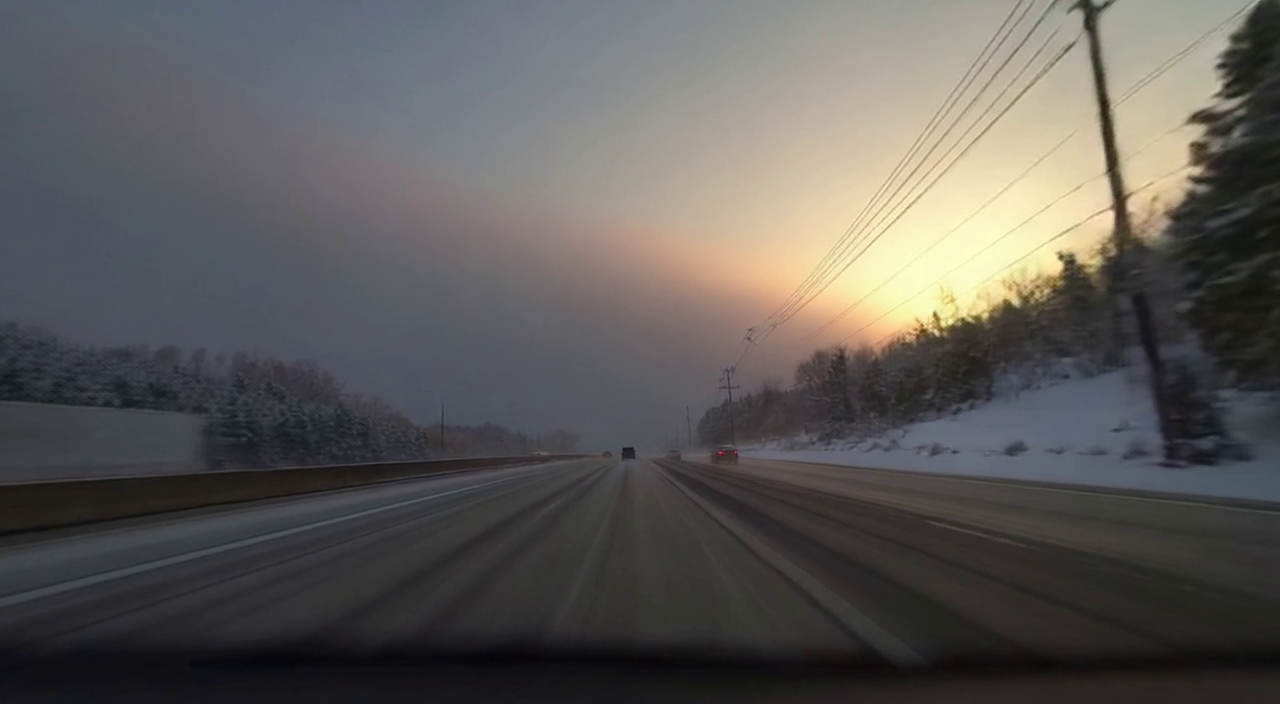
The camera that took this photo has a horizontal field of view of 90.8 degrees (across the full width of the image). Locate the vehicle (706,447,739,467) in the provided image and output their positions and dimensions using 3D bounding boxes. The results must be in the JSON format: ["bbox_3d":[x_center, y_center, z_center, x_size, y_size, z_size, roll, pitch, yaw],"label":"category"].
[{"bbox_3d":[6.340,8.095,48.940,1.817,1.440,4.075,0,-9,-2],"label":"vehicle"}]

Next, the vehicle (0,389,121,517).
[{"bbox_3d":[-18.987,2.549,15.795,2.951,3.477,10.720,0,-9,-1],"label":"vehicle"}]
